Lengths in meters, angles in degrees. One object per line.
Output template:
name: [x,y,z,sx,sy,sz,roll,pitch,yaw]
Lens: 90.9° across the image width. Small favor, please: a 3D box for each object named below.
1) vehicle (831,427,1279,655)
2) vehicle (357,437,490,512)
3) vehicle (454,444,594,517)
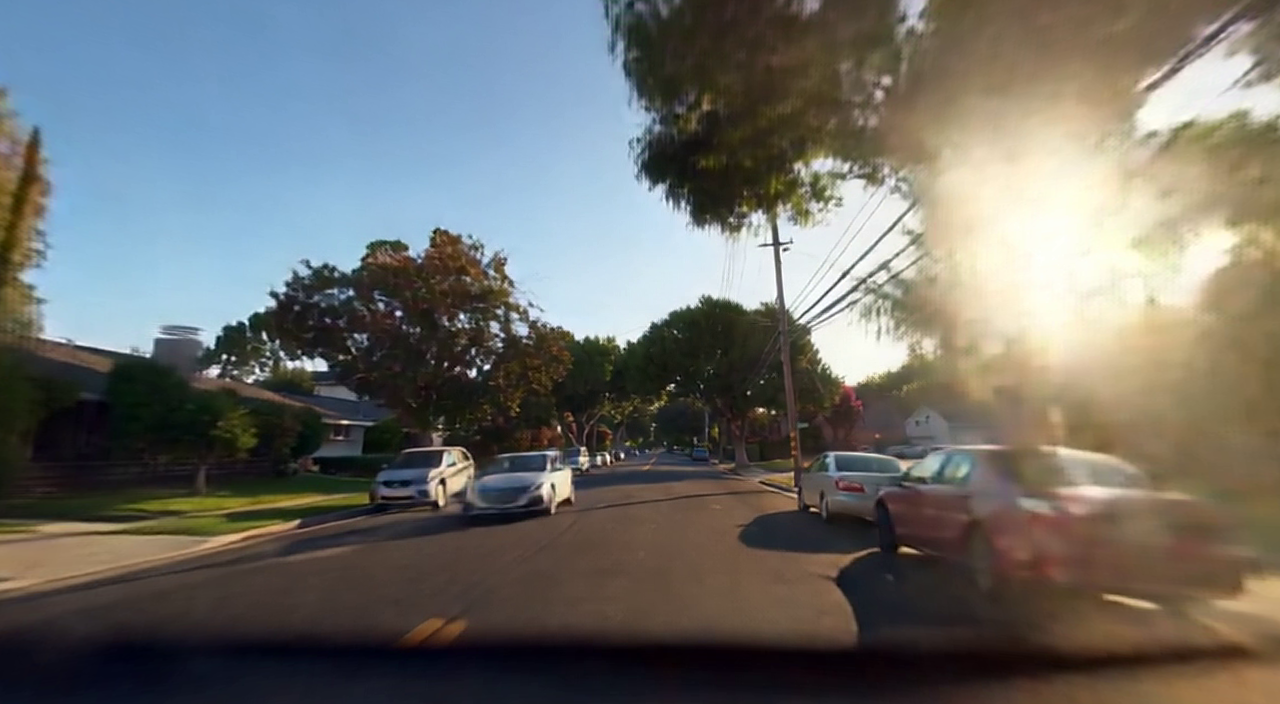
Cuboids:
vehicle: [3.597,1.590,6.529,2.014,1.482,4.599,0,-8,3]
vehicle: [-5.861,3.322,17.690,2.027,1.695,4.437,-4,-8,2]
vehicle: [-2.519,2.937,15.024,2.079,1.441,4.541,-1,-8,6]
